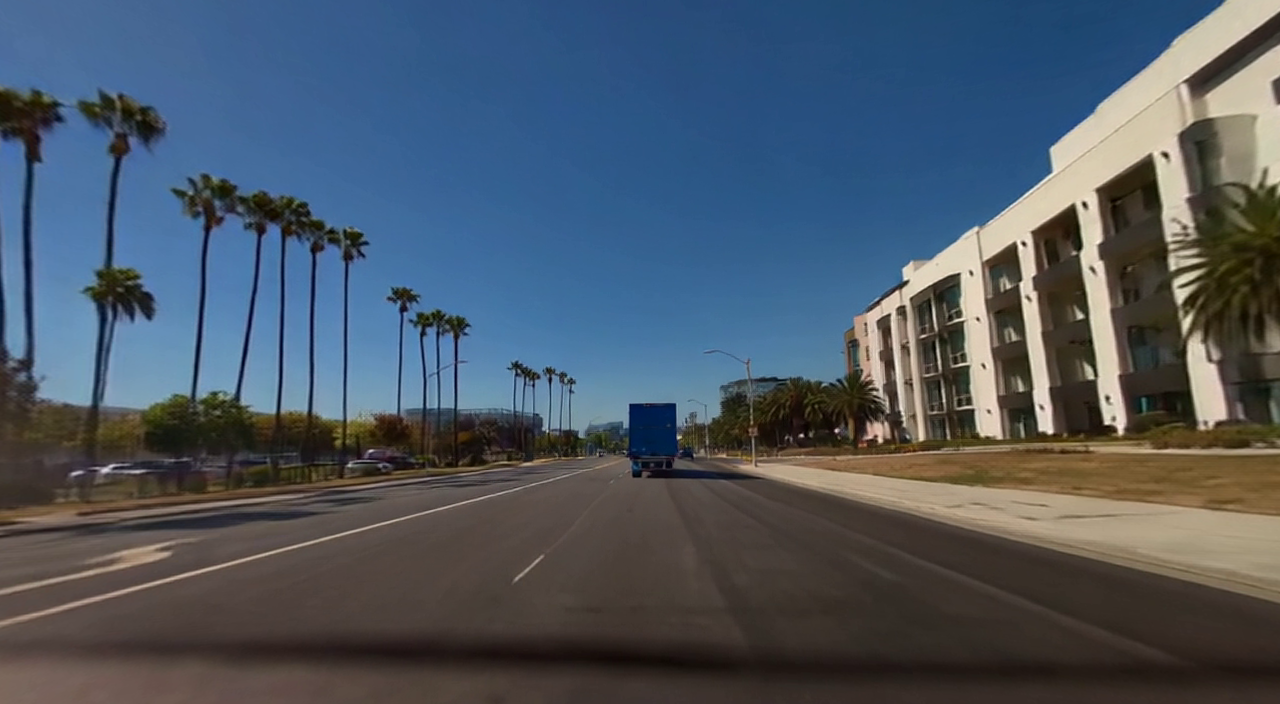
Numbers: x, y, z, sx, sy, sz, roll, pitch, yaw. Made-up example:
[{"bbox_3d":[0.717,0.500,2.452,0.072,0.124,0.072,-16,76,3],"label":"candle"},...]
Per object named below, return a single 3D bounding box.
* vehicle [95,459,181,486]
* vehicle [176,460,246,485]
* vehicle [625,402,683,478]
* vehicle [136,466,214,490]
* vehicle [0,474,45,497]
[{"bbox_3d":[-38.925,9.340,48.750,4.931,1.941,1.888,0,-9,0],"label":"vehicle"},{"bbox_3d":[-33.492,9.416,49.036,4.128,1.603,1.853,-3,-9,1],"label":"vehicle"},{"bbox_3d":[0.619,5.469,38.440,2.992,3.949,11.815,0,-9,-1],"label":"vehicle"},{"bbox_3d":[-34.002,9.208,45.981,4.296,1.513,1.825,0,-7,3],"label":"vehicle"},{"bbox_3d":[-48.033,10.100,47.589,1.720,1.512,4.058,0,-9,1],"label":"vehicle"}]
